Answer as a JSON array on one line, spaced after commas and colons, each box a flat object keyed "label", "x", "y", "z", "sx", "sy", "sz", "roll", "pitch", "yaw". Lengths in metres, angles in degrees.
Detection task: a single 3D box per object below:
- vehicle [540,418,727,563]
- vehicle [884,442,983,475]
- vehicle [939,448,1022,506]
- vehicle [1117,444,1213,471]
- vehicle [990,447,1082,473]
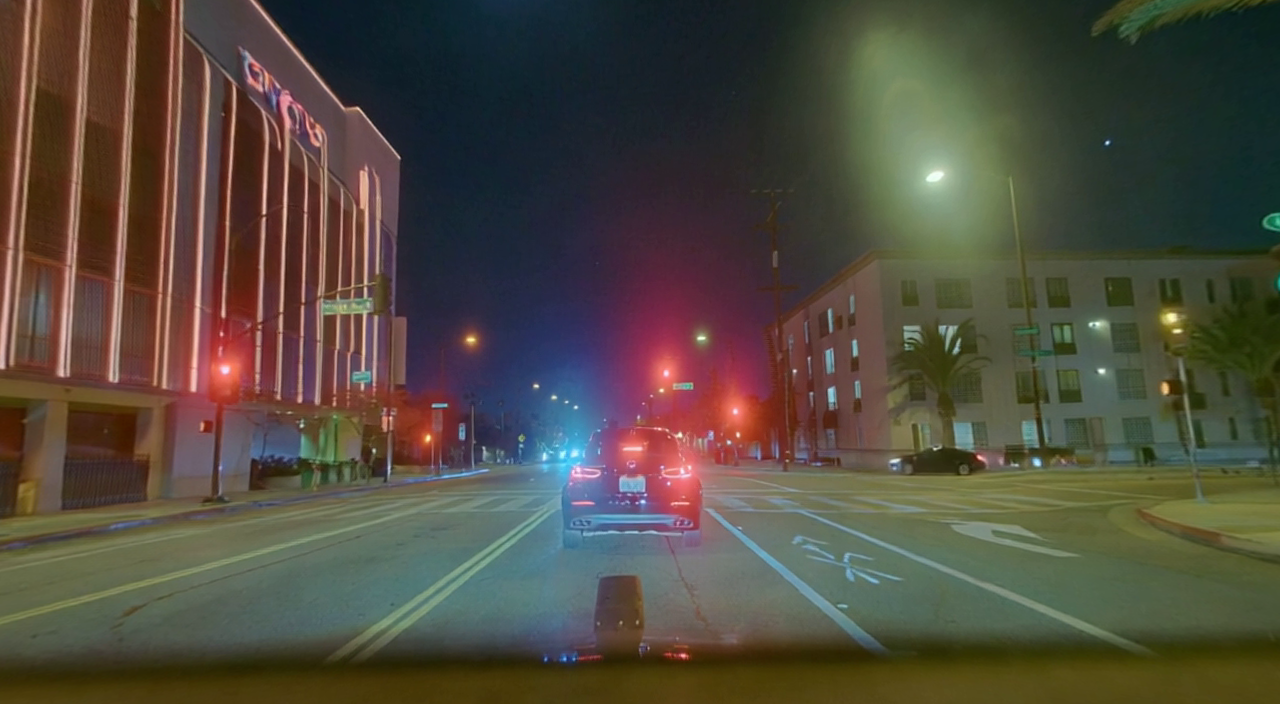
[{"label": "vehicle", "x": -0.082, "y": 1.873, "z": 9.220, "sx": 2.144, "sy": 1.643, "sz": 3.770, "roll": 0, "pitch": -8, "yaw": 0}, {"label": "vehicle", "x": 16.160, "y": 5.879, "z": 34.988, "sx": 4.494, "sy": 1.704, "sz": 1.976, "roll": -1, "pitch": -9, "yaw": 7}, {"label": "vehicle", "x": 10.942, "y": 3.878, "z": 20.188, "sx": 2.004, "sy": 1.593, "sz": 4.118, "roll": -5, "pitch": -10, "yaw": 30}, {"label": "vehicle", "x": 32.148, "y": 6.462, "z": 38.771, "sx": 4.234, "sy": 1.613, "sz": 1.812, "roll": 0, "pitch": -8, "yaw": -1}, {"label": "vehicle", "x": 24.220, "y": 6.603, "z": 38.693, "sx": 4.417, "sy": 1.462, "sz": 1.761, "roll": 0, "pitch": -8, "yaw": -1}]
